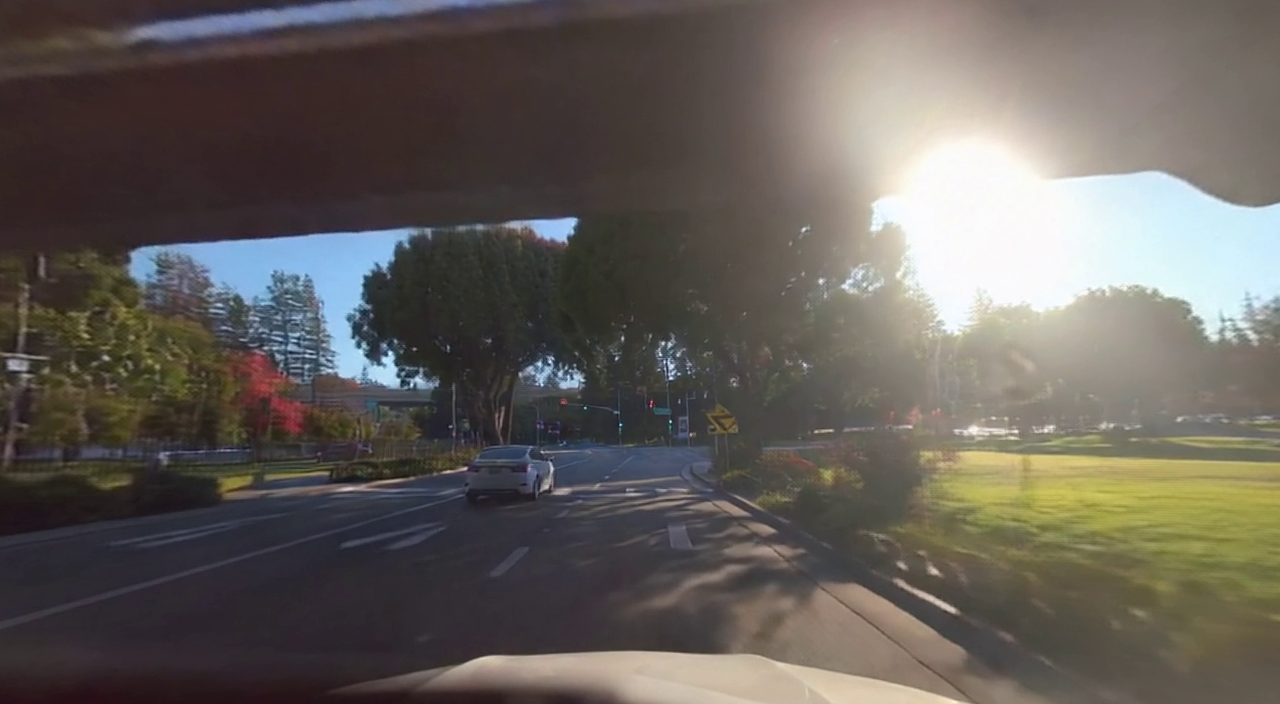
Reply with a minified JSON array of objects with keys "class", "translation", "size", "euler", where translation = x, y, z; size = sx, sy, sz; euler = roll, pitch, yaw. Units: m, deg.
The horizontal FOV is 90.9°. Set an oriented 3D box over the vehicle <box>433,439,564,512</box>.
[{"class":"vehicle","translation":[-3.179,2.882,15.226],"size":[1.963,1.460,4.614],"euler":[0,-9,2]}]
